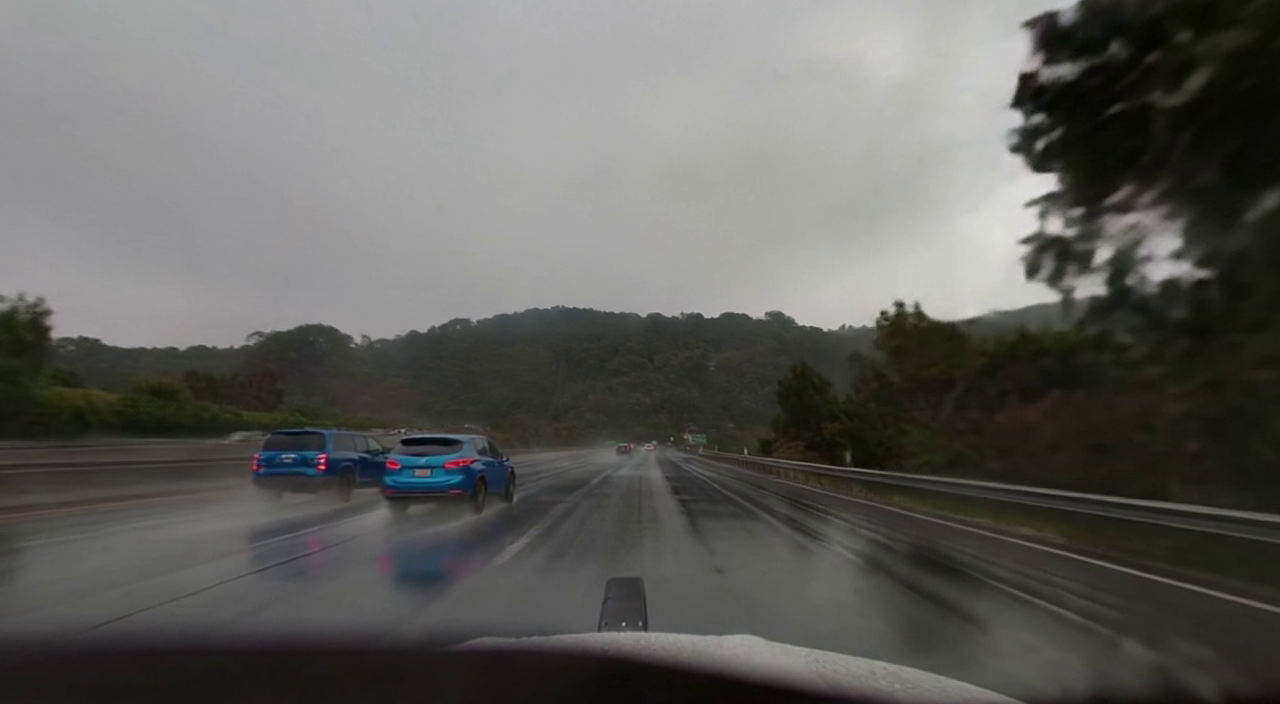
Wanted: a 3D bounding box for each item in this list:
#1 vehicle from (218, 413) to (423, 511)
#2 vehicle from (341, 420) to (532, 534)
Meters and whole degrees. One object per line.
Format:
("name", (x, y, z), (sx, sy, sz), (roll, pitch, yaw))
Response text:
("vehicle", (-7.209, 2.553, 15.045), (2.151, 1.925, 4.945), (0, -9, 1))
("vehicle", (-3.390, 2.179, 11.541), (1.983, 1.663, 4.290), (0, -9, 1))
